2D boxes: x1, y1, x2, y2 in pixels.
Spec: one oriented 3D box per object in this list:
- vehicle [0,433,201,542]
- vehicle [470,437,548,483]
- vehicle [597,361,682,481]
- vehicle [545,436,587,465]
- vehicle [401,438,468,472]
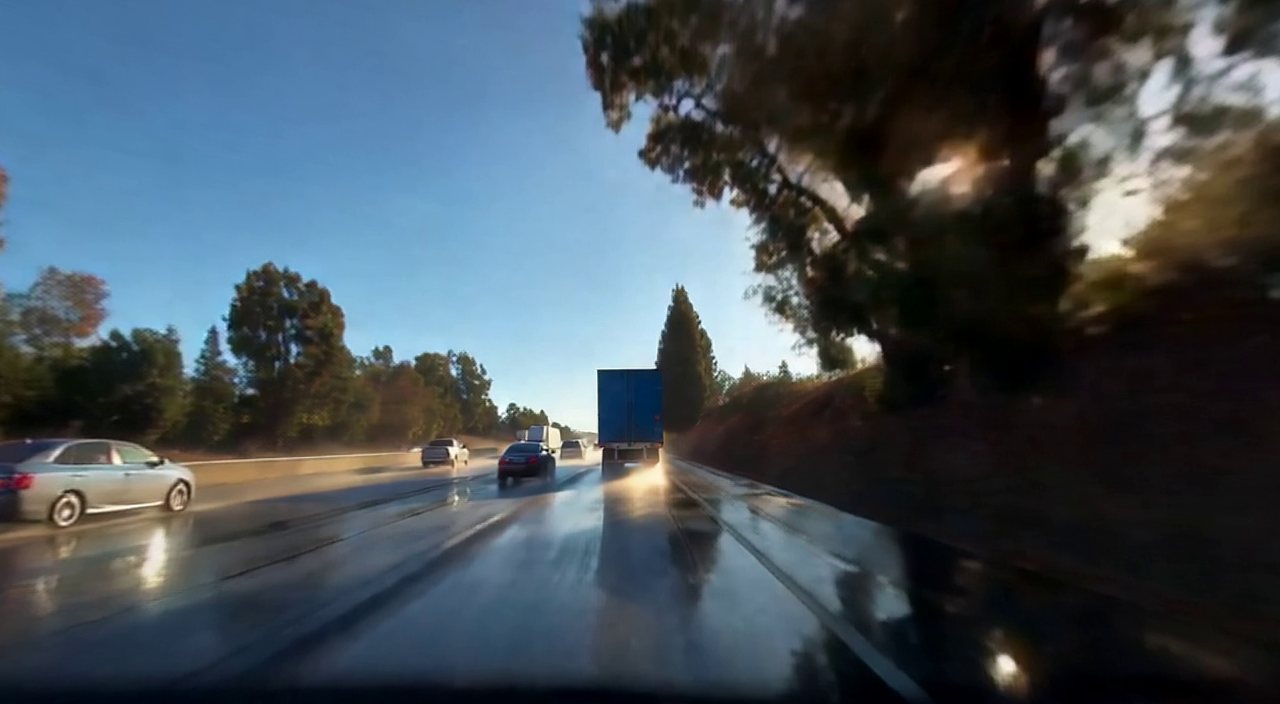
[{"bbox_3d":[-10.042,2.183,10.712,1.899,1.517,4.554,0,-8,-1],"label":"vehicle"},{"bbox_3d":[-4.870,4.068,24.014,2.164,1.582,3.979,0,-8,0],"label":"vehicle"},{"bbox_3d":[-0.205,3.106,27.002,2.913,4.113,10.724,0,-8,-2],"label":"vehicle"},{"bbox_3d":[-4.603,6.168,39.609,2.158,1.680,4.087,0,-8,0],"label":"vehicle"},{"bbox_3d":[-10.283,5.168,31.756,1.952,1.590,4.090,0,-8,1],"label":"vehicle"}]
